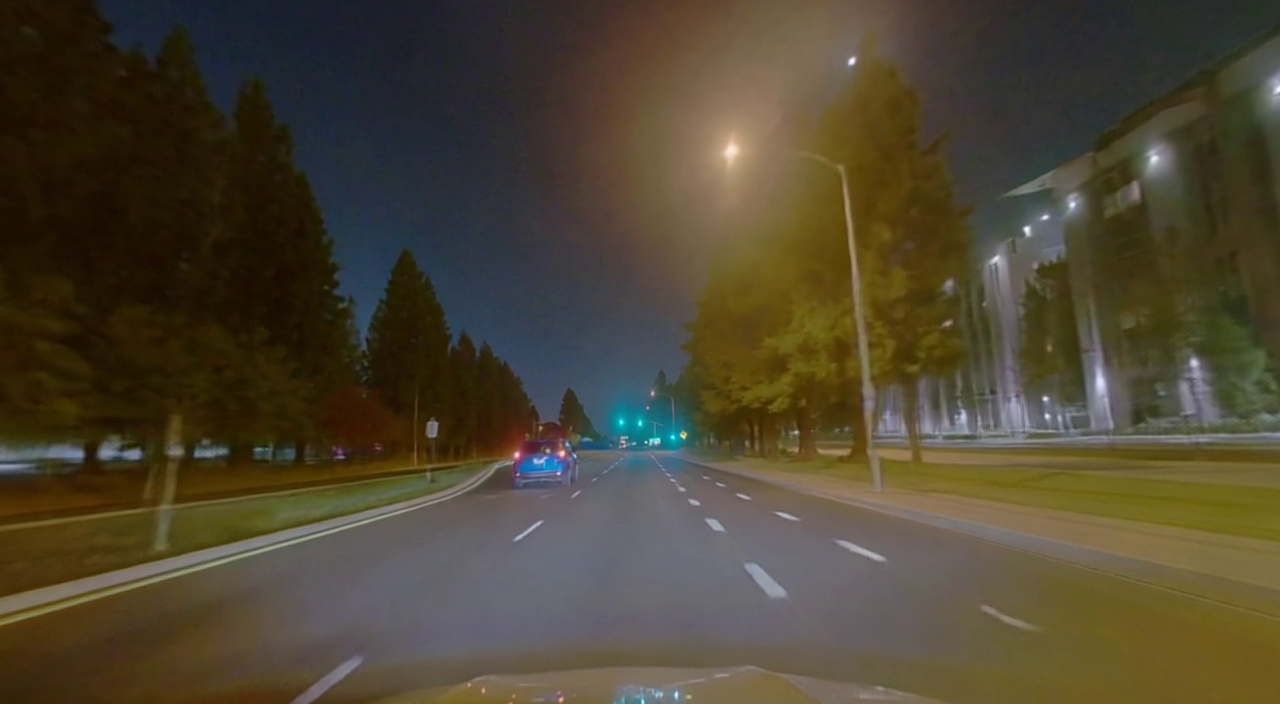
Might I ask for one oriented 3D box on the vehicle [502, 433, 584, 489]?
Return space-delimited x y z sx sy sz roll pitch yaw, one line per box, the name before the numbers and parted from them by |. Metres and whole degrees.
vehicle | -3.257 3.772 22.131 2.121 1.724 4.392 0 -9 1
